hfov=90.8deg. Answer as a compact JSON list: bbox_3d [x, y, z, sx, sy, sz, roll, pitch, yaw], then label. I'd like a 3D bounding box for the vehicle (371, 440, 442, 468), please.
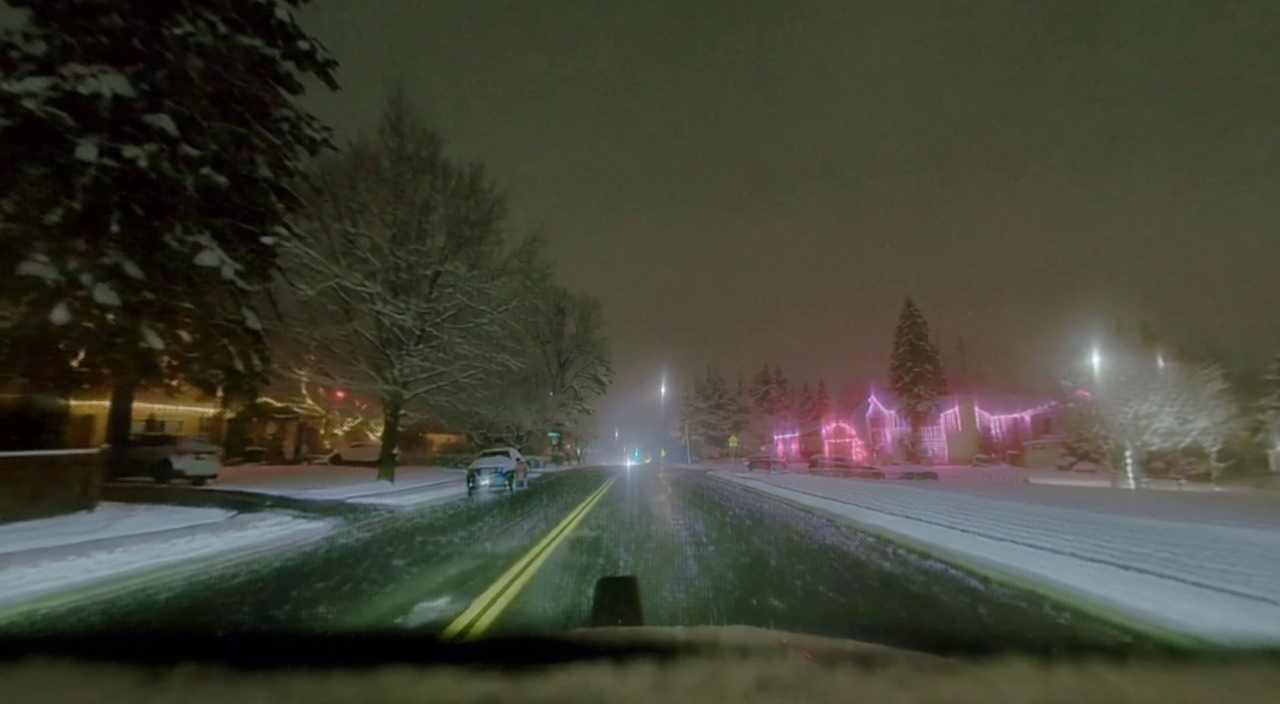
[{"bbox_3d":[-17.366,7.577,46.870,4.918,1.918,2.002,-6,-10,25],"label":"vehicle"}]

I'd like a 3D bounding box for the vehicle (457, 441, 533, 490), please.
[{"bbox_3d":[-5.786,4.734,25.828,1.924,1.765,4.542,-2,-12,1],"label":"vehicle"}]

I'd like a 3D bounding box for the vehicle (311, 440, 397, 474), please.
[{"bbox_3d":[-16.977,6.224,37.371,4.742,1.495,1.963,-10,-11,23],"label":"vehicle"}]

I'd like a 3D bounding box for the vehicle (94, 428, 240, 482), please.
[{"bbox_3d":[-14.744,3.177,19.618,4.668,1.491,1.941,-6,-10,31],"label":"vehicle"}]

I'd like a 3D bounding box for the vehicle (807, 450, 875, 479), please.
[{"bbox_3d":[14.681,8.168,46.136,4.231,1.493,1.941,3,-6,33],"label":"vehicle"}]
